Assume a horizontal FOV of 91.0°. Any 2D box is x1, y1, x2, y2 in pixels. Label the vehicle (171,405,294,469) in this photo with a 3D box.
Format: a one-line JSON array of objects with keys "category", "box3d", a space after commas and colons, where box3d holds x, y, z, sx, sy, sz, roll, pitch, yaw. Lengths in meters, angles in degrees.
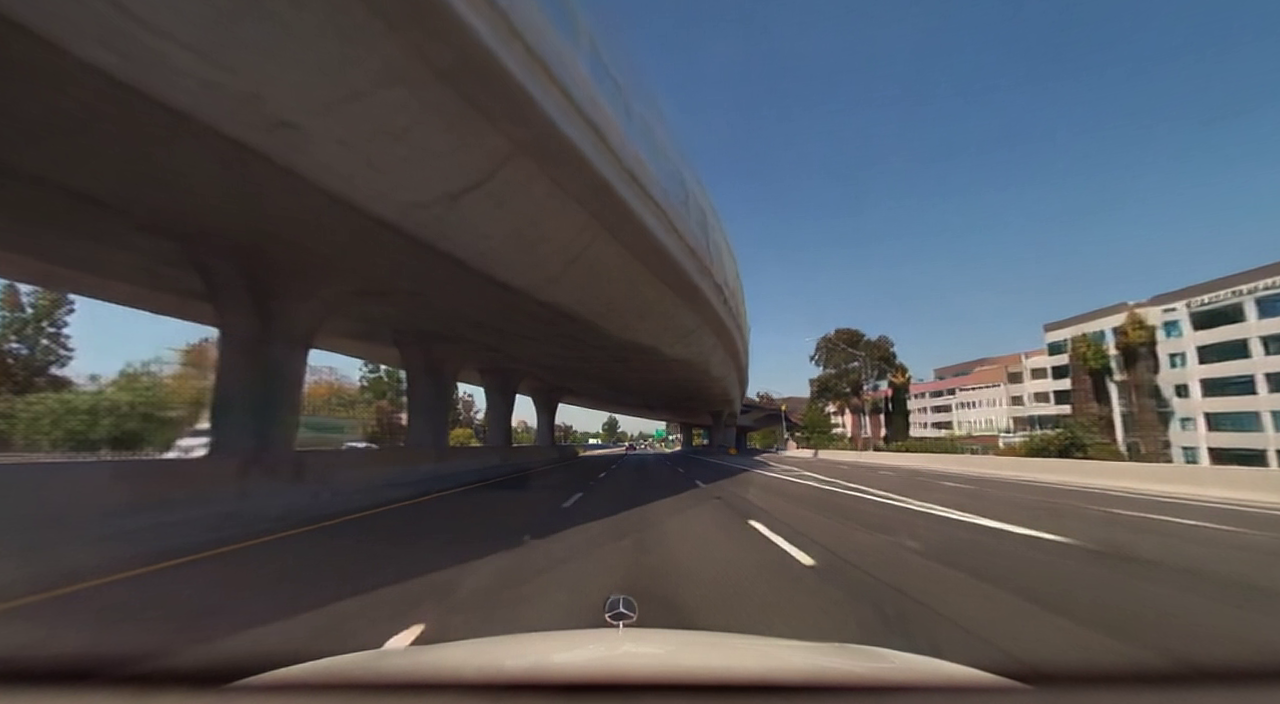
[{"category": "vehicle", "box3d": [-30.969, 6.617, 48.521, 2.979, 4.421, 9.285, 0, -9, 1]}]
